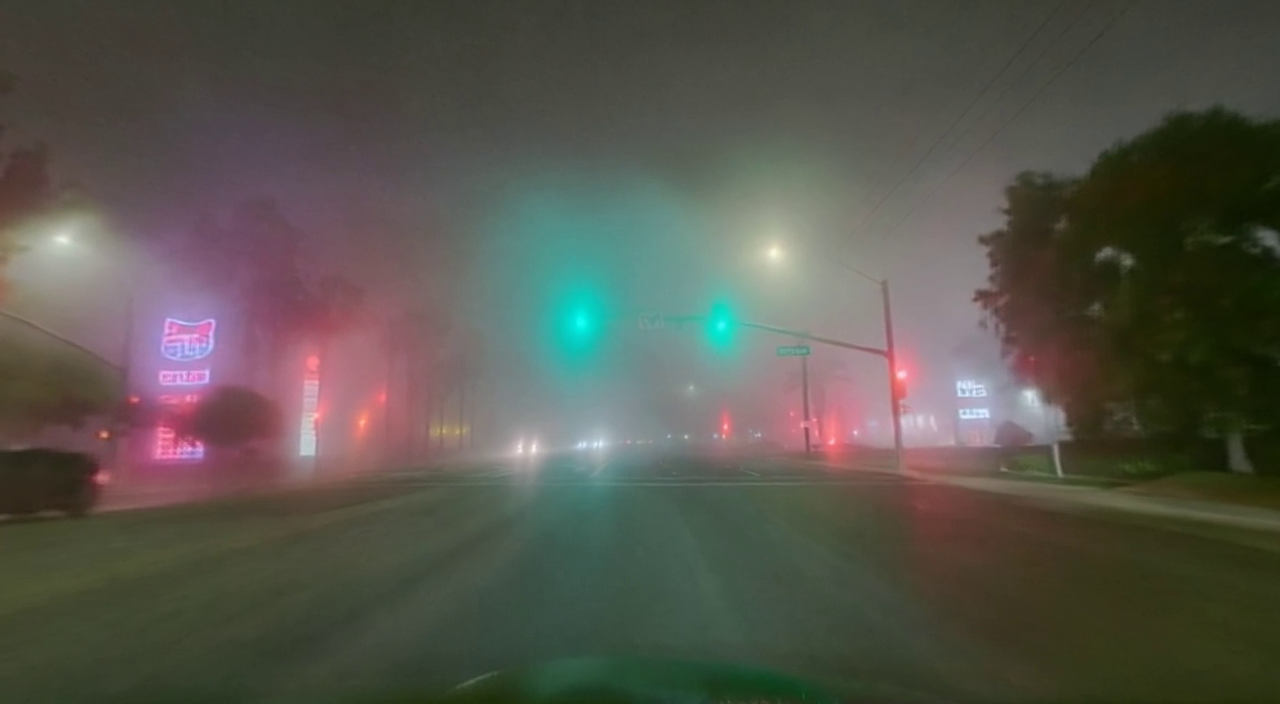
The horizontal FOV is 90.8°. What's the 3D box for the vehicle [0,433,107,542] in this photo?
[{"bbox_3d":[-11.327,2.217,10.662,3.885,1.639,1.990,-4,-9,25],"label":"vehicle"}]
